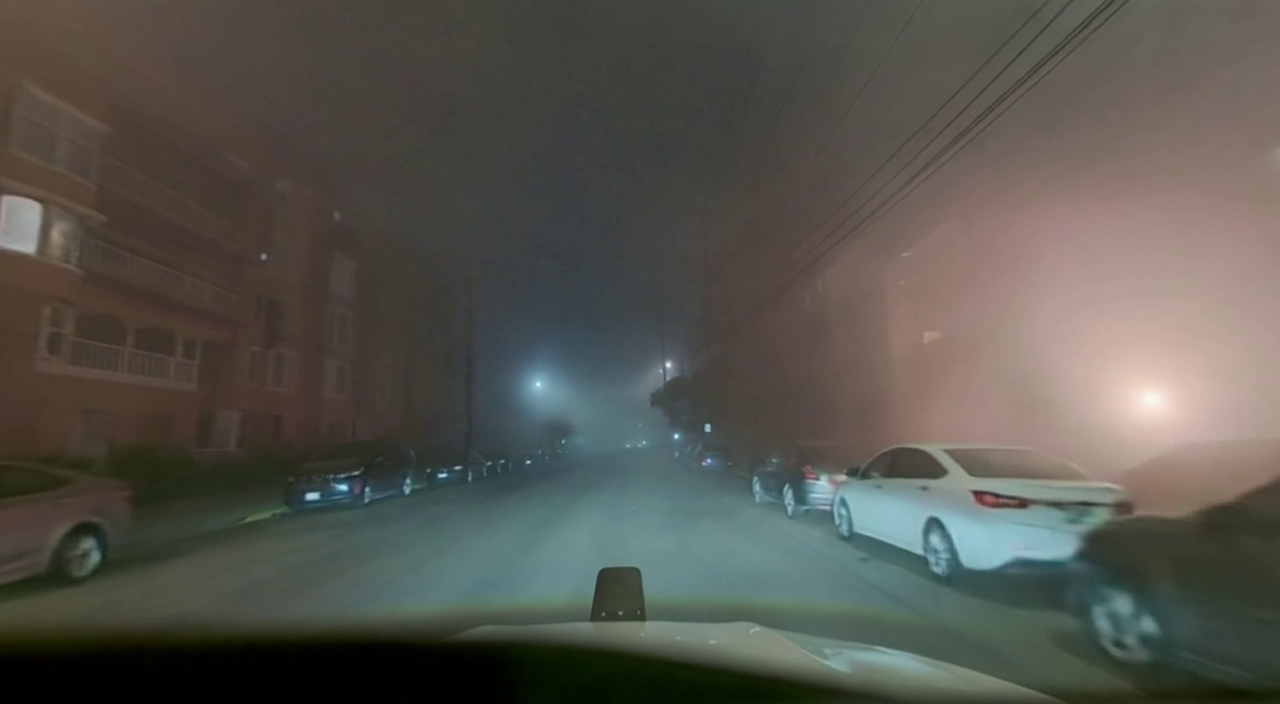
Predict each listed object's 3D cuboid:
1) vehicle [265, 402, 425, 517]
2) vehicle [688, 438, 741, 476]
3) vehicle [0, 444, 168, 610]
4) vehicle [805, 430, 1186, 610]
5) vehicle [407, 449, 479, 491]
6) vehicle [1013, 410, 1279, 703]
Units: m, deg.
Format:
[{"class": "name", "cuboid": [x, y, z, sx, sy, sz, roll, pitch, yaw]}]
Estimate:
[{"class": "vehicle", "cuboid": [-7.159, 2.656, 15.906, 1.889, 2.463, 4.142, 0, -9, 1]}, {"class": "vehicle", "cuboid": [3.567, 5.134, 31.082, 2.095, 1.694, 4.592, -1, -8, 1]}, {"class": "vehicle", "cuboid": [-7.244, 1.757, 6.123, 1.894, 1.585, 4.514, -3, -8, 0]}, {"class": "vehicle", "cuboid": [3.773, 1.850, 8.007, 1.943, 1.563, 4.752, 1, -9, -2]}, {"class": "vehicle", "cuboid": [-7.796, 4.676, 25.371, 1.873, 1.437, 4.068, -1, -8, -4]}, {"class": "vehicle", "cuboid": [3.844, 0.939, 2.227, 2.022, 1.521, 4.933, 0, -9, 0]}]
